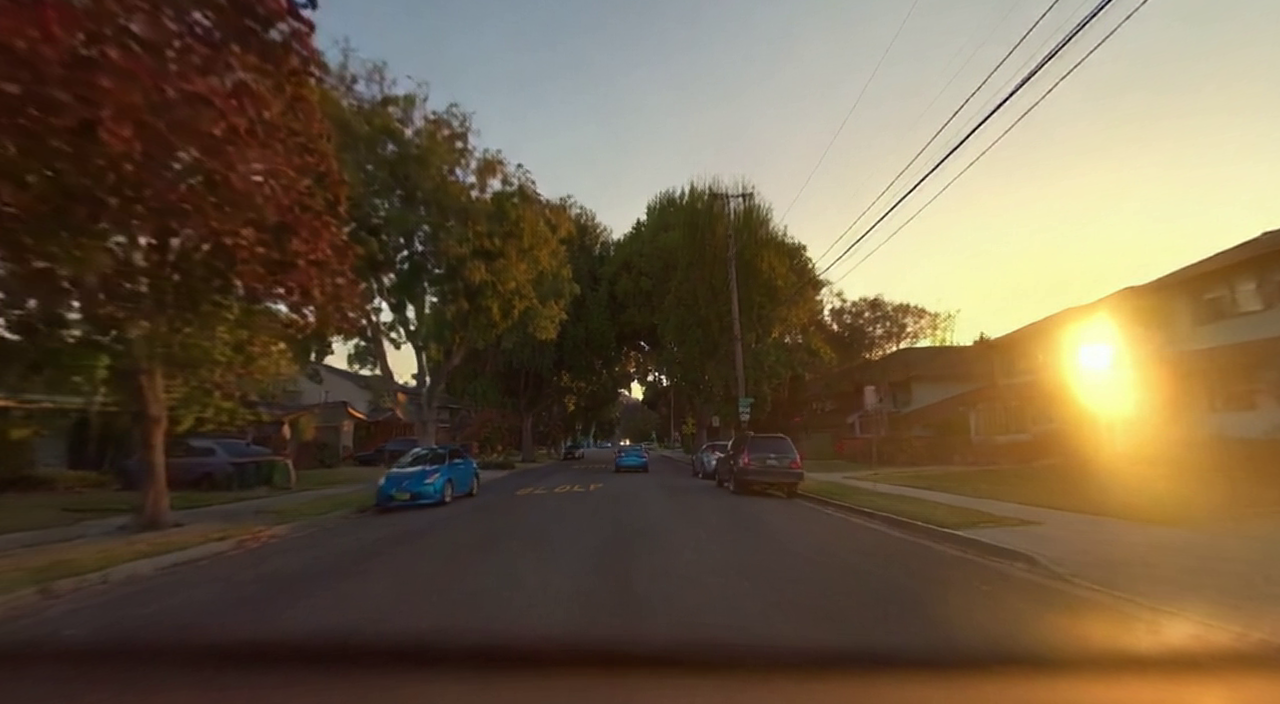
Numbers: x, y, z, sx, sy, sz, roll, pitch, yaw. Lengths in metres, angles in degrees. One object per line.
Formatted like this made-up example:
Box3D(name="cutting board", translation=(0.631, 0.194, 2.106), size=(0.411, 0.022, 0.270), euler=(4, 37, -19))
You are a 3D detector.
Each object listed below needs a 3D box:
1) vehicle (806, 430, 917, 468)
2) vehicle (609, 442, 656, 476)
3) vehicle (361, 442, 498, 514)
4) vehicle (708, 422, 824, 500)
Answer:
Box3D(name="vehicle", translation=(10.935, 4.809, 31.433), size=(4.730, 1.504, 1.894), euler=(-4, -8, 0))
Box3D(name="vehicle", translation=(-0.361, 4.831, 28.815), size=(2.000, 1.449, 4.006), euler=(0, -8, -1))
Box3D(name="vehicle", translation=(-5.385, 3.226, 16.825), size=(1.984, 1.498, 4.508), euler=(-3, -8, 2))
Box3D(name="vehicle", translation=(3.481, 3.134, 18.606), size=(2.221, 1.960, 4.927), euler=(0, -8, -2))
